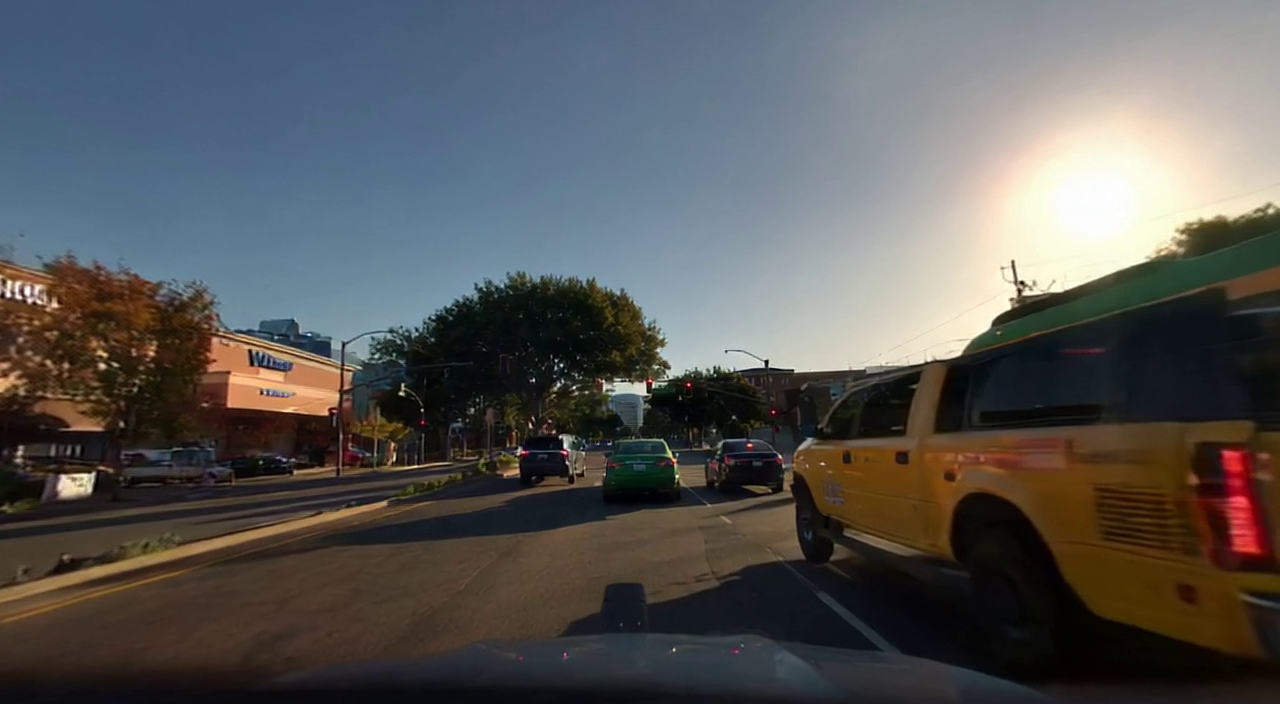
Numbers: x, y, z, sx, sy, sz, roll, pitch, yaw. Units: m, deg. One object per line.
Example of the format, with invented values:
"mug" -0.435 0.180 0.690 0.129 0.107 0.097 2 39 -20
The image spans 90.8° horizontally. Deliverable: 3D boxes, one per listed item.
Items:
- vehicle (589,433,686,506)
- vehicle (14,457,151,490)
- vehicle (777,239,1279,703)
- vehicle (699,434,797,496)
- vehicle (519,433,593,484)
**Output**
"vehicle" -0.085 2.798 15.432 2.071 1.525 3.723 0 -9 -1
"vehicle" -27.739 6.024 31.667 4.800 1.461 1.831 5 -10 -31
"vehicle" 3.014 1.019 4.917 2.490 1.951 5.931 0 -9 -1
"vehicle" 2.859 3.100 17.733 1.922 1.508 4.330 0 -9 -1
"vehicle" -3.042 3.997 23.925 2.180 1.708 4.397 0 -9 0
